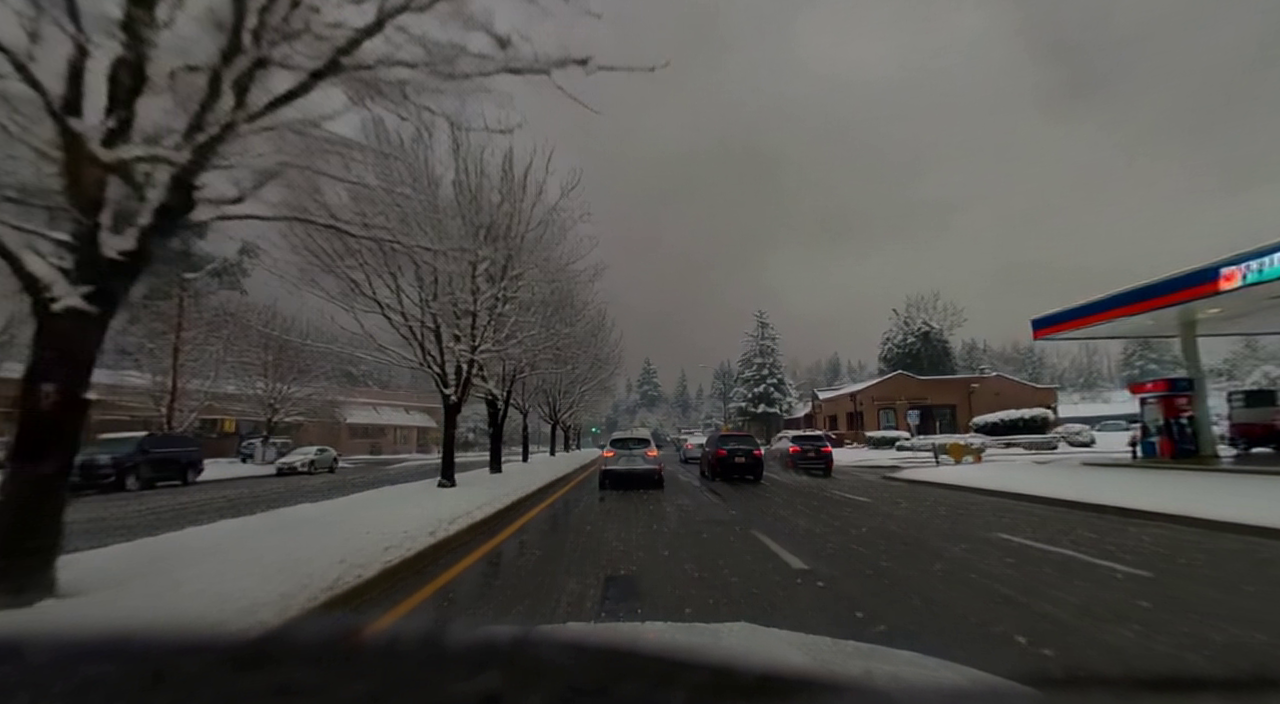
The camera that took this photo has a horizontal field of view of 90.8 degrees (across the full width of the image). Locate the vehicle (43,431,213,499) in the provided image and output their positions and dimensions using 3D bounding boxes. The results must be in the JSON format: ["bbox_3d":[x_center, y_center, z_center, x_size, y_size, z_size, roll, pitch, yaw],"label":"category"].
[{"bbox_3d":[-19.073,4.138,23.999,2.222,2.141,5.390,-1,-6,-3],"label":"vehicle"}]

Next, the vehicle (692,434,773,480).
[{"bbox_3d":[3.215,3.788,22.991,2.124,1.476,4.730,0,-8,-1],"label":"vehicle"}]

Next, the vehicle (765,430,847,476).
[{"bbox_3d":[6.952,4.303,27.088,2.117,1.757,4.969,0,-8,-1],"label":"vehicle"}]

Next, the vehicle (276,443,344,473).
[{"bbox_3d":[-19.467,6.254,37.483,1.903,1.706,3.994,0,-8,-1],"label":"vehicle"}]

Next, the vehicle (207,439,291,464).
[{"bbox_3d":[-28.348,7.203,45.854,4.699,1.775,2.007,0,-8,0],"label":"vehicle"}]

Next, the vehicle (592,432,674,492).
[{"bbox_3d":[-0.166,3.053,17.876,2.052,1.488,3.779,0,-8,0],"label":"vehicle"}]
